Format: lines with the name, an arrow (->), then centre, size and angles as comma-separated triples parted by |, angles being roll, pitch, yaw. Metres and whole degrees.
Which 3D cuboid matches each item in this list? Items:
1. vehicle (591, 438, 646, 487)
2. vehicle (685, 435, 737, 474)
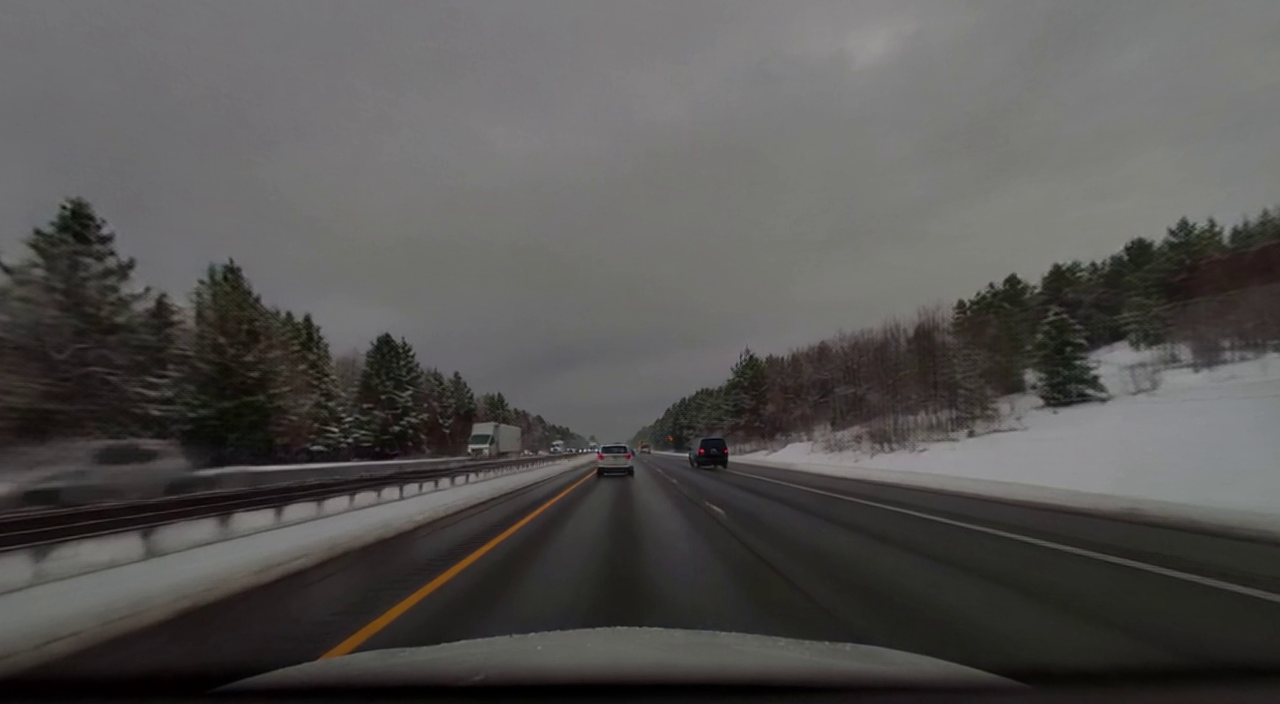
vehicle -> -0.796, 4.256, 24.440 | 1.963, 1.711, 4.284 | 0, -9, -1
vehicle -> 3.815, 5.621, 34.498 | 2.179, 1.930, 4.538 | 0, -9, -1
